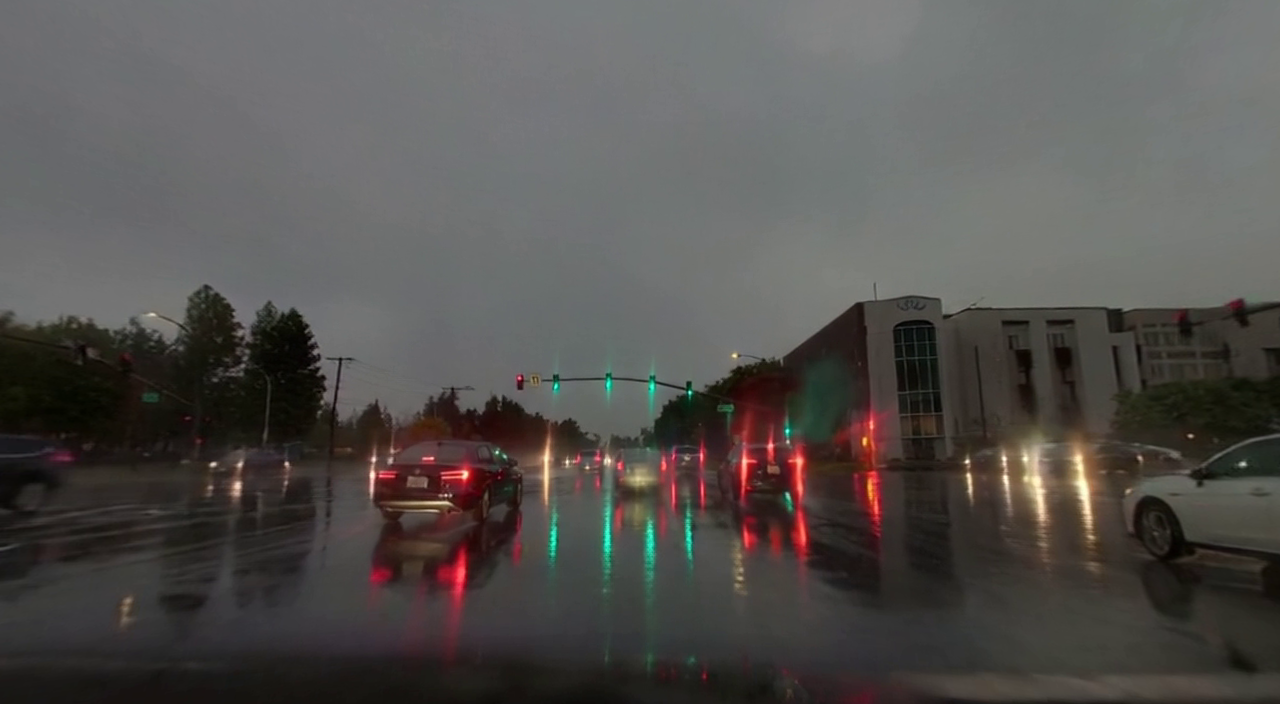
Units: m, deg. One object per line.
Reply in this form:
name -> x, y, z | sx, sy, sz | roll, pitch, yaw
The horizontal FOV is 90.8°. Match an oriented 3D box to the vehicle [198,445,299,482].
vehicle -> -17.939, 5.102, 29.262 | 1.857, 1.511, 4.399 | 0, -8, 0

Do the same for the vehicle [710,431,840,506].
vehicle -> 3.115, 2.805, 15.754 | 1.996, 1.566, 4.917 | 0, -8, -2

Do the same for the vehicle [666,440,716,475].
vehicle -> 2.666, 5.667, 34.242 | 2.138, 1.778, 4.422 | 0, -8, -2

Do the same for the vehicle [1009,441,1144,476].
vehicle -> 19.468, 4.742, 28.290 | 4.620, 1.446, 1.950 | 0, -8, -2

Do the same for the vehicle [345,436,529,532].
vehicle -> -3.566, 2.393, 12.154 | 2.045, 1.463, 4.490 | 0, -8, 0

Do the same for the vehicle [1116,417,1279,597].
vehicle -> 6.566, 1.260, 4.887 | 1.959, 1.553, 4.809 | 0, -8, -1

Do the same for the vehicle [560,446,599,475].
vehicle -> -3.785, 6.912, 40.526 | 2.033, 1.714, 4.278 | 0, -8, 1

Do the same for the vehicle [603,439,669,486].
vehicle -> -0.161, 3.811, 22.086 | 2.098, 1.461, 3.958 | 0, -8, -1
